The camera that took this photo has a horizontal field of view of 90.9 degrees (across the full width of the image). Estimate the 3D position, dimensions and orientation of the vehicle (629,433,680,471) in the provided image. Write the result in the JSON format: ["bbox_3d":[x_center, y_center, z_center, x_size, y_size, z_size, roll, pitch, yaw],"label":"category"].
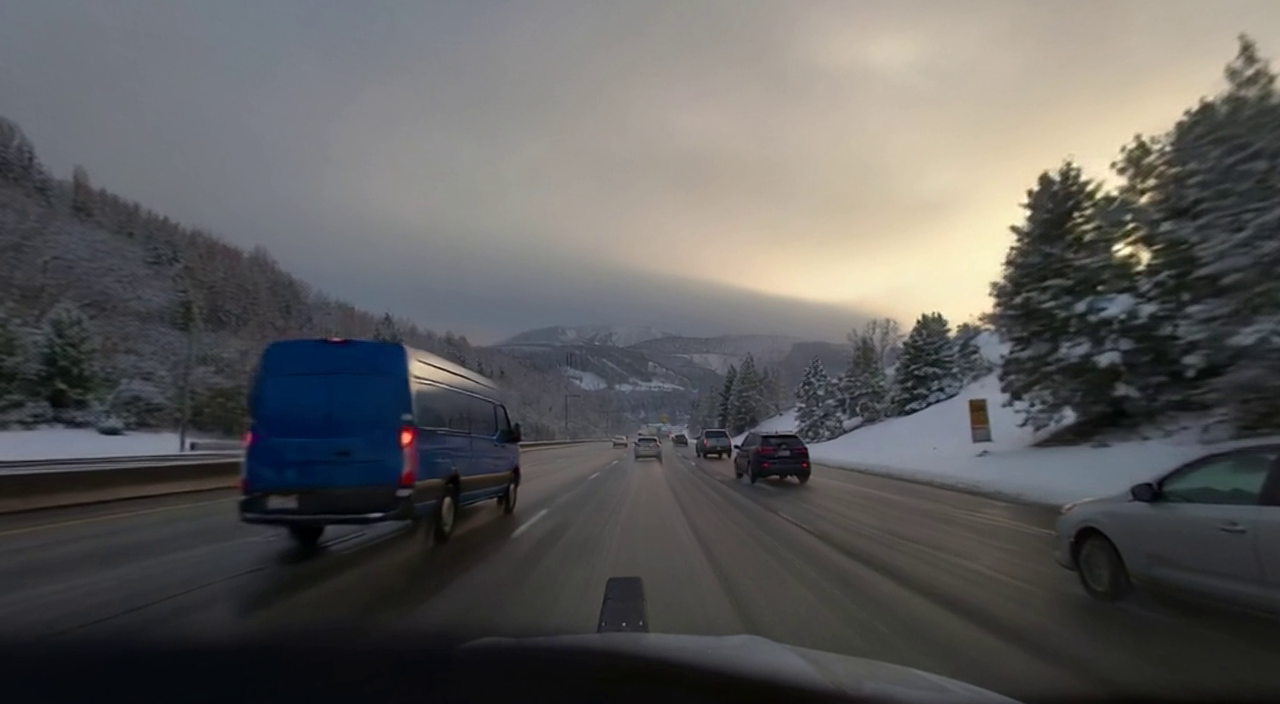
[{"bbox_3d":[0.581,4.338,27.567,2.054,1.504,3.890,0,-8,0],"label":"vehicle"}]

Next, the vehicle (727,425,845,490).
[{"bbox_3d":[4.063,3.019,18.343,2.270,1.660,4.101,0,-8,-3],"label":"vehicle"}]

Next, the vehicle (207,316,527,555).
[{"bbox_3d":[-3.544,1.329,9.951,2.396,2.664,5.735,0,-8,0],"label":"vehicle"}]

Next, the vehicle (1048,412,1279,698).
[{"bbox_3d":[4.407,1.008,2.931,2.050,1.491,4.362,0,-8,-1],"label":"vehicle"}]

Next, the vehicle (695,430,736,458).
[{"bbox_3d":[5.256,6.495,44.599,2.229,1.837,4.710,0,-8,-1],"label":"vehicle"}]
